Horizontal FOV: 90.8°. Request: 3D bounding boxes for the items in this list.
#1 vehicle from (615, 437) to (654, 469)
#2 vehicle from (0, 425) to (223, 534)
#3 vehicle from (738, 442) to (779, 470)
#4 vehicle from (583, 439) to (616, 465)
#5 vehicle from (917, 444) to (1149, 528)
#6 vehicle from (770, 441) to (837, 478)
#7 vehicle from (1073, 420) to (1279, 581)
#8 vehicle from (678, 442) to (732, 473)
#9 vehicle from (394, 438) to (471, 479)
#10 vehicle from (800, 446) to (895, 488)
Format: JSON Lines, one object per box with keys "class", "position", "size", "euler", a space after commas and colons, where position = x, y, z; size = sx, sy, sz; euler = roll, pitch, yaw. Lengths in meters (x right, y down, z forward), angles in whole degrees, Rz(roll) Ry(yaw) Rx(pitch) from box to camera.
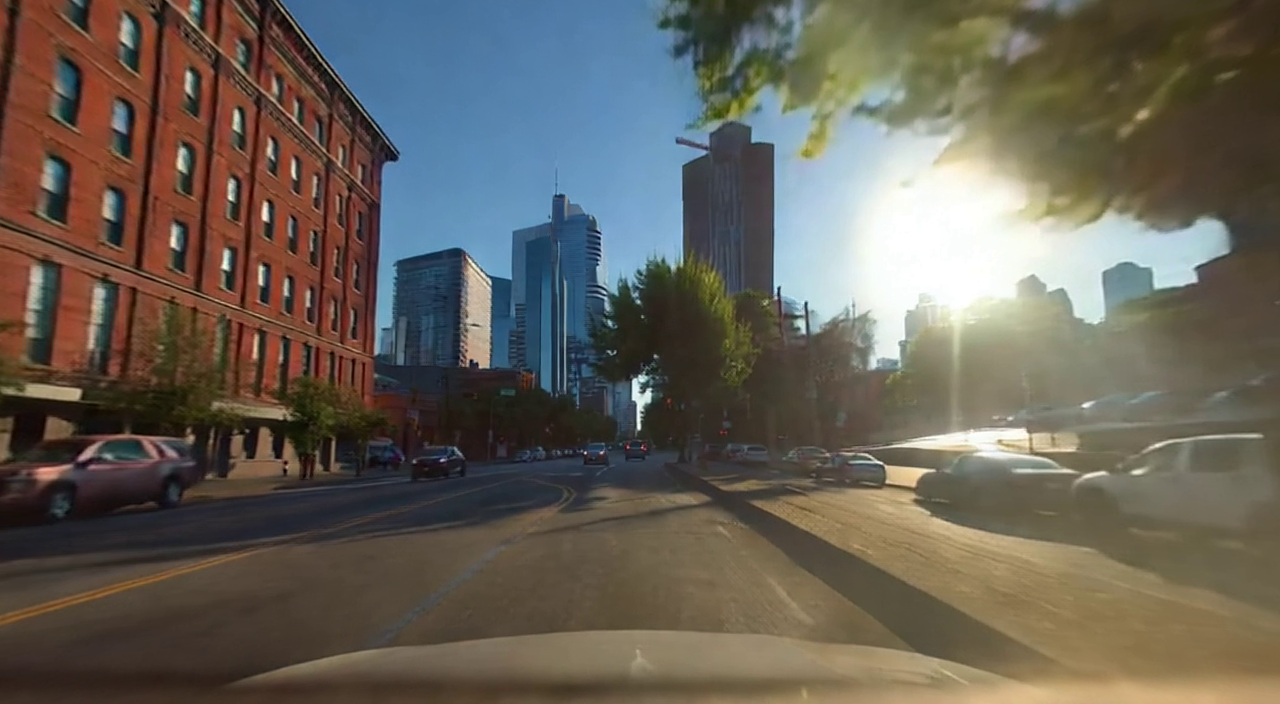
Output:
{"class": "vehicle", "position": [-0.336, 6.277, 39.551], "size": [2.329, 1.842, 4.537], "euler": [0, -8, 0]}
{"class": "vehicle", "position": [-14.412, 3.151, 16.296], "size": [2.822, 2.230, 6.145], "euler": [0, -9, 3]}
{"class": "vehicle", "position": [8.008, 7.040, 43.069], "size": [1.959, 1.719, 4.538], "euler": [1, -7, 0]}
{"class": "vehicle", "position": [-3.005, 7.380, 46.587], "size": [2.297, 1.812, 4.244], "euler": [0, -8, -4]}
{"class": "vehicle", "position": [8.201, 2.783, 13.874], "size": [2.072, 1.479, 4.603], "euler": [0, -8, -1]}
{"class": "vehicle", "position": [7.983, 5.252, 31.350], "size": [1.963, 1.649, 4.562], "euler": [1, -8, -2]}
{"class": "vehicle", "position": [8.188, 1.749, 7.715], "size": [2.310, 1.753, 4.814], "euler": [0, -9, -1]}
{"class": "vehicle", "position": [3.270, 5.451, 32.969], "size": [2.238, 1.499, 4.964], "euler": [0, -8, -1]}
{"class": "vehicle", "position": [-9.956, 5.135, 30.761], "size": [2.212, 1.784, 4.626], "euler": [0, -8, 0]}
{"class": "vehicle", "position": [8.111, 4.520, 25.220], "size": [2.054, 1.455, 4.786], "euler": [0, -8, -1]}
